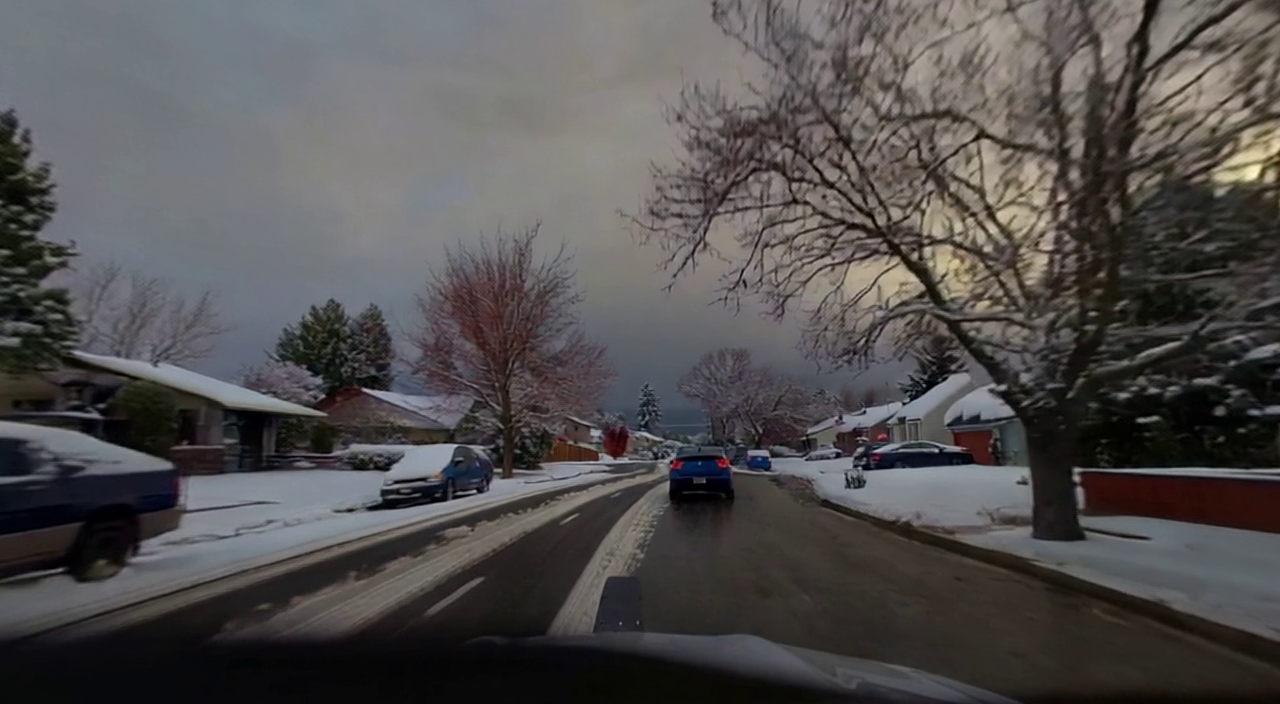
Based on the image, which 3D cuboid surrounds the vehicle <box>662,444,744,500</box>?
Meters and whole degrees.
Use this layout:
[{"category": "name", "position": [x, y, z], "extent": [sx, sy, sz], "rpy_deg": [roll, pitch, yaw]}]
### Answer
[{"category": "vehicle", "position": [1.881, 3.563, 19.238], "extent": [2.192, 1.474, 4.192], "rpy_deg": [-1, -8, 5]}]

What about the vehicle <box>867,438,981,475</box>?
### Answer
[{"category": "vehicle", "position": [13.845, 5.096, 30.989], "extent": [4.524, 1.587, 2.064], "rpy_deg": [-2, -7, 0]}]

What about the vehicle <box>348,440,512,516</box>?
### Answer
[{"category": "vehicle", "position": [-5.577, 3.388, 17.712], "extent": [2.641, 1.747, 4.738], "rpy_deg": [-2, -8, 5]}]

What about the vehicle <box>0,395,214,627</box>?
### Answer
[{"category": "vehicle", "position": [-6.303, 1.372, 5.316], "extent": [2.235, 1.851, 4.662], "rpy_deg": [-3, -9, -1]}]

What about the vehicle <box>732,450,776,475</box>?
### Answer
[{"category": "vehicle", "position": [7.304, 7.130, 40.984], "extent": [2.089, 1.462, 4.529], "rpy_deg": [0, -8, 1]}]
